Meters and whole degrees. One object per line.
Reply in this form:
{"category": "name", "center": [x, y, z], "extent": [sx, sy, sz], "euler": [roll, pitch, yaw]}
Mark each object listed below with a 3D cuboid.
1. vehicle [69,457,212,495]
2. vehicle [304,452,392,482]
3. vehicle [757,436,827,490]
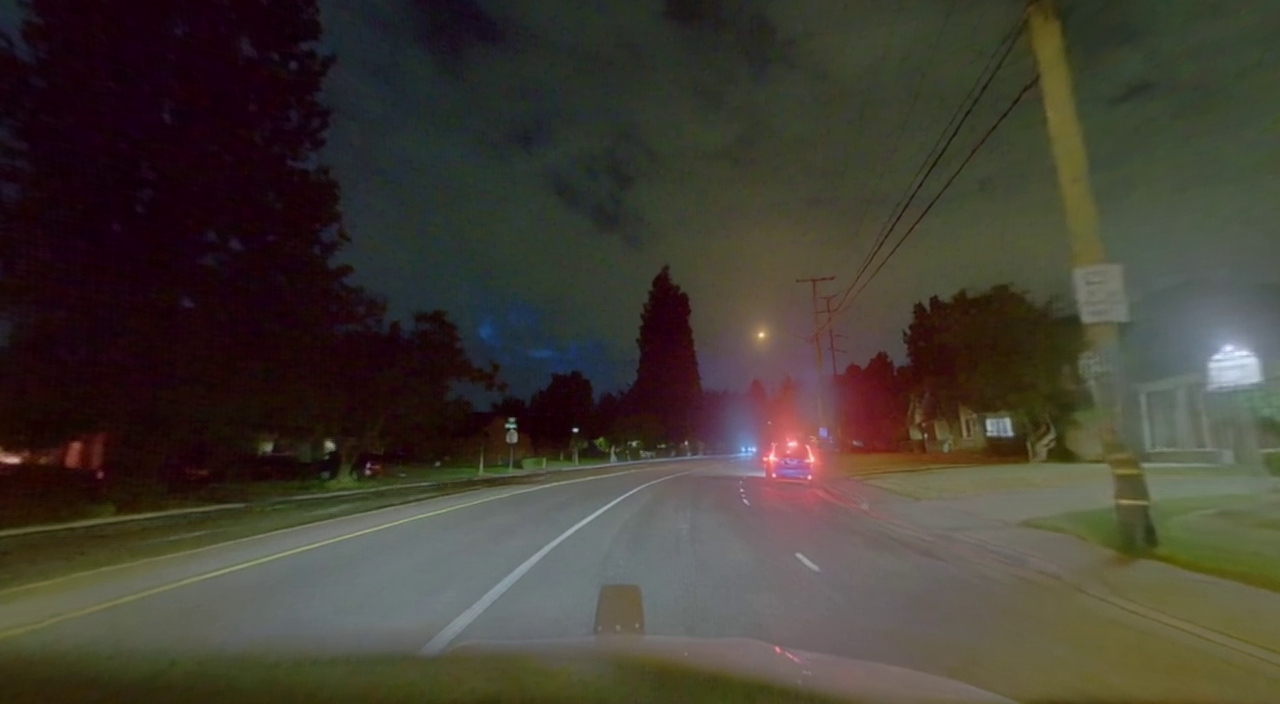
{"category": "vehicle", "center": [-20.766, 5.133, 26.357], "extent": [4.658, 1.482, 1.879], "euler": [-1, -9, 8]}
{"category": "vehicle", "center": [-16.519, 6.493, 35.797], "extent": [4.284, 1.549, 1.828], "euler": [-2, -9, 14]}
{"category": "vehicle", "center": [5.507, 4.050, 23.418], "extent": [1.989, 1.782, 4.351], "euler": [-1, -9, 7]}
